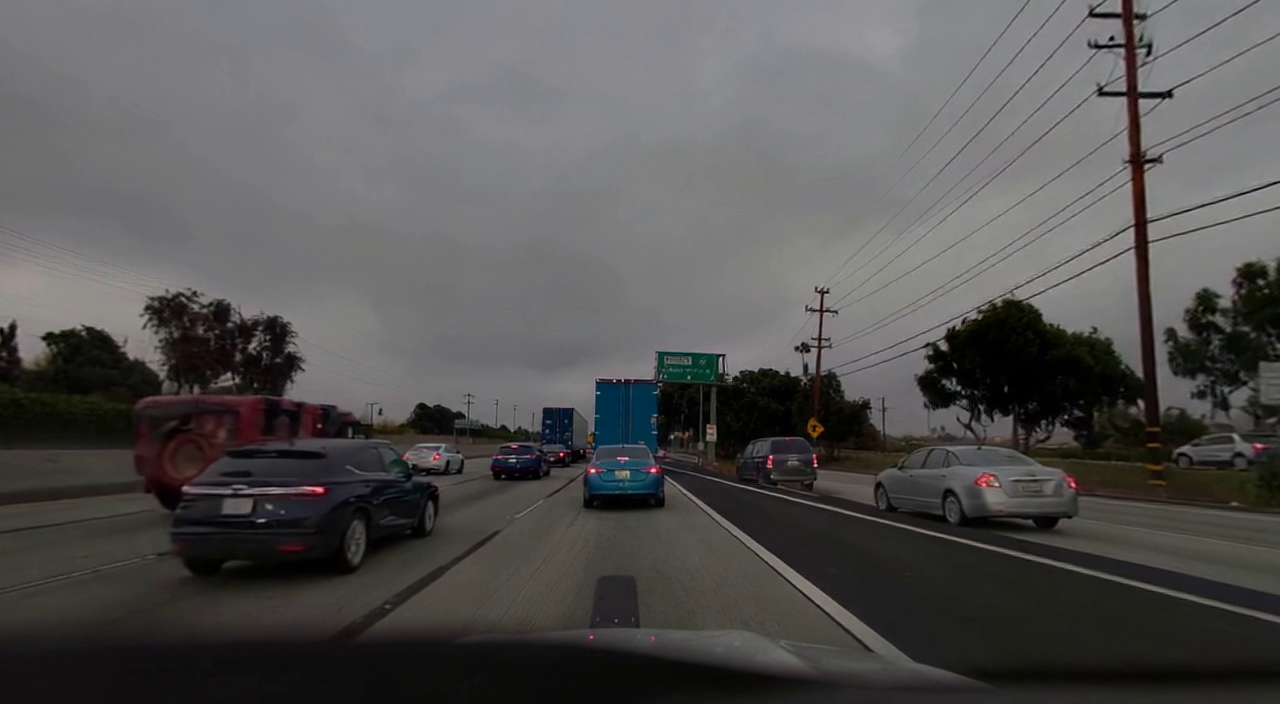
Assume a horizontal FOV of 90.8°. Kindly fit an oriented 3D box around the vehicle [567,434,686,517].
[{"bbox_3d":[-0.331,2.516,13.340,2.112,1.463,4.012,0,-9,-3],"label":"vehicle"}]

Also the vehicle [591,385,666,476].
[{"bbox_3d":[-0.695,3.674,28.829,2.909,3.518,8.262,0,-9,-3],"label":"vehicle"}]

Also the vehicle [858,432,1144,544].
[{"bbox_3d":[5.374,2.054,10.221,1.878,1.406,4.164,1,-9,-6],"label":"vehicle"}]

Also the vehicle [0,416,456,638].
[{"bbox_3d":[-3.790,1.547,6.725,2.235,1.472,4.860,0,-9,-1],"label":"vehicle"}]

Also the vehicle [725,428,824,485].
[{"bbox_3d":[4.287,3.419,20.813,2.023,1.676,4.002,1,-9,-6],"label":"vehicle"}]

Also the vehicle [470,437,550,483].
[{"bbox_3d":[-4.531,3.874,22.895,1.960,1.450,5.246,0,-9,-2],"label":"vehicle"}]

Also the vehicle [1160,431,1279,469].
[{"bbox_3d":[28.509,4.693,30.414,1.991,1.655,5.330,1,-9,-6],"label":"vehicle"}]
